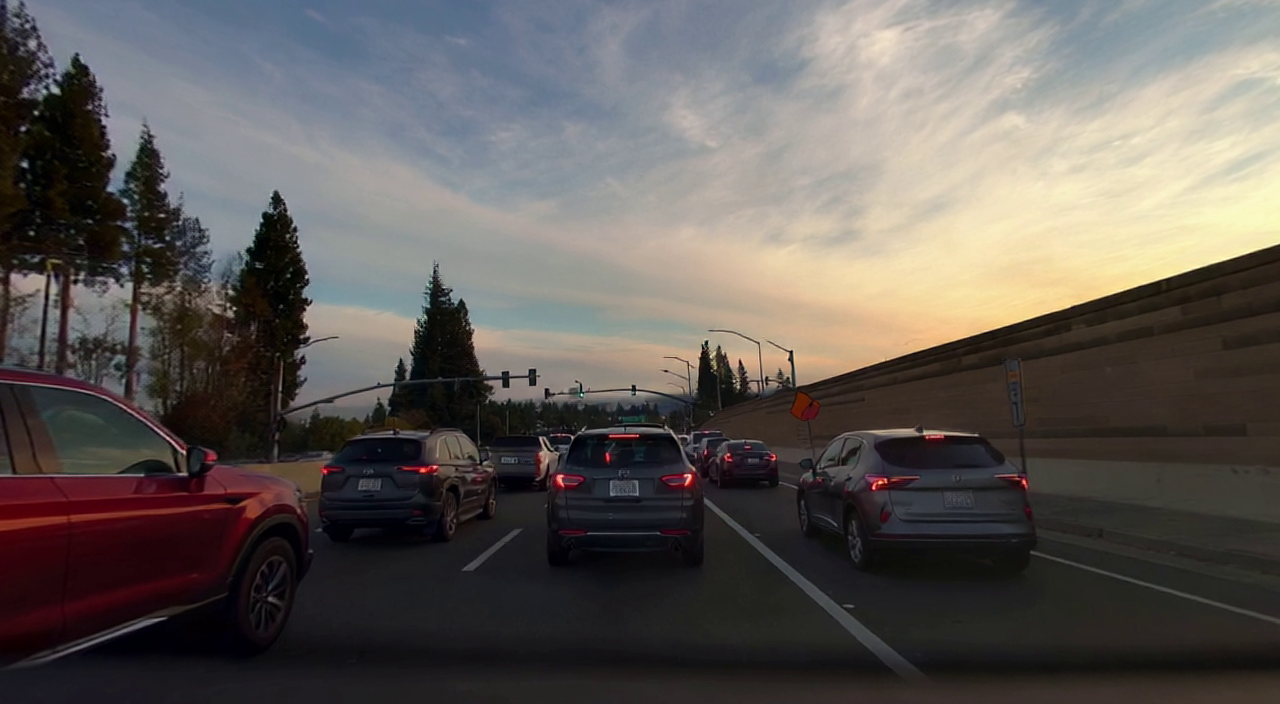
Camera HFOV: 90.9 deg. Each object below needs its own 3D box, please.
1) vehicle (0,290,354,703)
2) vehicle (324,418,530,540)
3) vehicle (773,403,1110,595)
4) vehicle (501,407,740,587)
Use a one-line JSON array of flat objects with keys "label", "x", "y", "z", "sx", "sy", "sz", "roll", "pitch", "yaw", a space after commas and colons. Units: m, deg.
[{"label": "vehicle", "x": -3.515, "y": 0.827, "z": 3.118, "sx": 2.070, "sy": 1.913, "sz": 4.450, "roll": 0, "pitch": -8, "yaw": 0}, {"label": "vehicle", "x": -3.502, "y": 2.183, "z": 11.530, "sx": 2.067, "sy": 1.759, "sz": 4.631, "roll": 0, "pitch": -8, "yaw": 1}, {"label": "vehicle", "x": 3.142, "y": 1.620, "z": 7.819, "sx": 2.029, "sy": 1.702, "sz": 4.281, "roll": 0, "pitch": -8, "yaw": 0}, {"label": "vehicle", "x": -0.155, "y": 1.659, "z": 7.974, "sx": 2.245, "sy": 1.677, "sz": 3.913, "roll": 0, "pitch": -8, "yaw": 1}]
